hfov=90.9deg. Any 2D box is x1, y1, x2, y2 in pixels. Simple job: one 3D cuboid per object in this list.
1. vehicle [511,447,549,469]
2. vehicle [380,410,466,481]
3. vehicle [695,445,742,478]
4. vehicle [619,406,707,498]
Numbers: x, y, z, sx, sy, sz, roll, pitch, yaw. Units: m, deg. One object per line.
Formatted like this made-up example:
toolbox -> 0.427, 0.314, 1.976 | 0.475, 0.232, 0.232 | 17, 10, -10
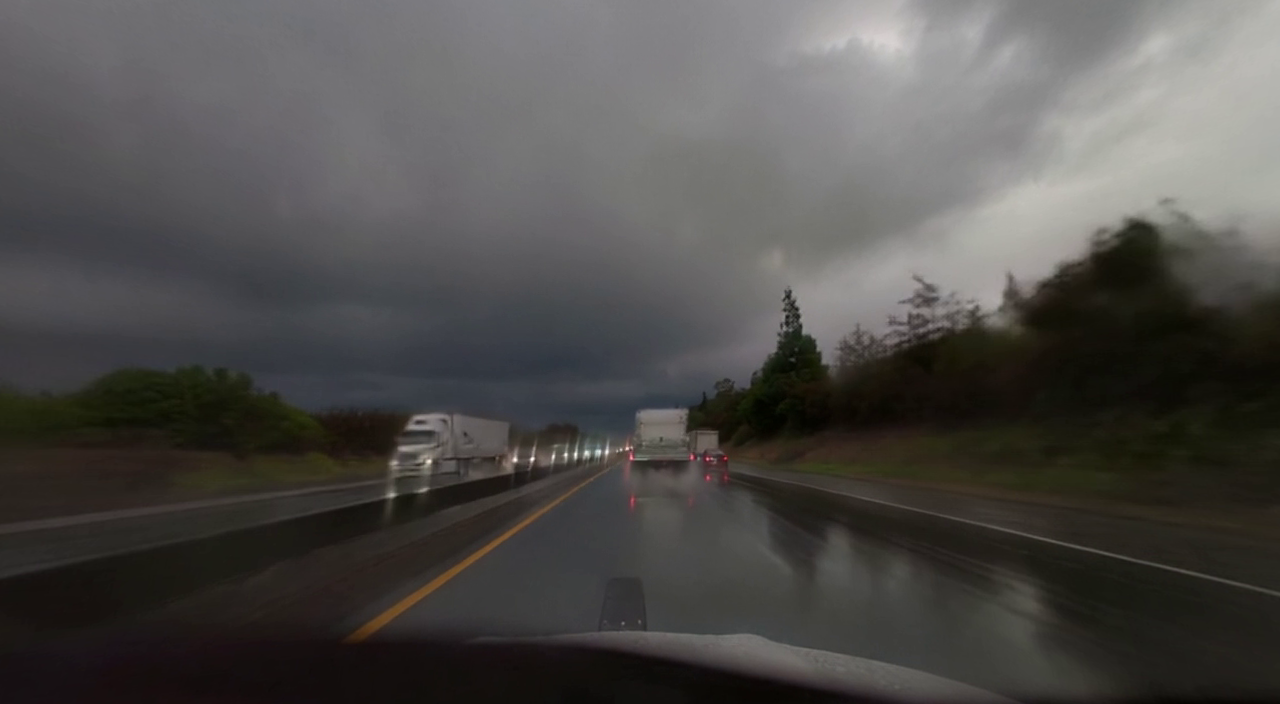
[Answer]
vehicle -> -8.563, 8.294, 49.504 | 2.051, 1.586, 4.739 | -1, -9, 2
vehicle -> -13.016, 5.697, 38.410 | 3.018, 3.955, 5.802 | 0, -9, 1
vehicle -> 3.696, 5.214, 30.240 | 1.654, 1.441, 4.066 | 0, -9, -1
vehicle -> 0.547, 3.155, 20.073 | 2.423, 2.517, 5.055 | 0, -9, -2
